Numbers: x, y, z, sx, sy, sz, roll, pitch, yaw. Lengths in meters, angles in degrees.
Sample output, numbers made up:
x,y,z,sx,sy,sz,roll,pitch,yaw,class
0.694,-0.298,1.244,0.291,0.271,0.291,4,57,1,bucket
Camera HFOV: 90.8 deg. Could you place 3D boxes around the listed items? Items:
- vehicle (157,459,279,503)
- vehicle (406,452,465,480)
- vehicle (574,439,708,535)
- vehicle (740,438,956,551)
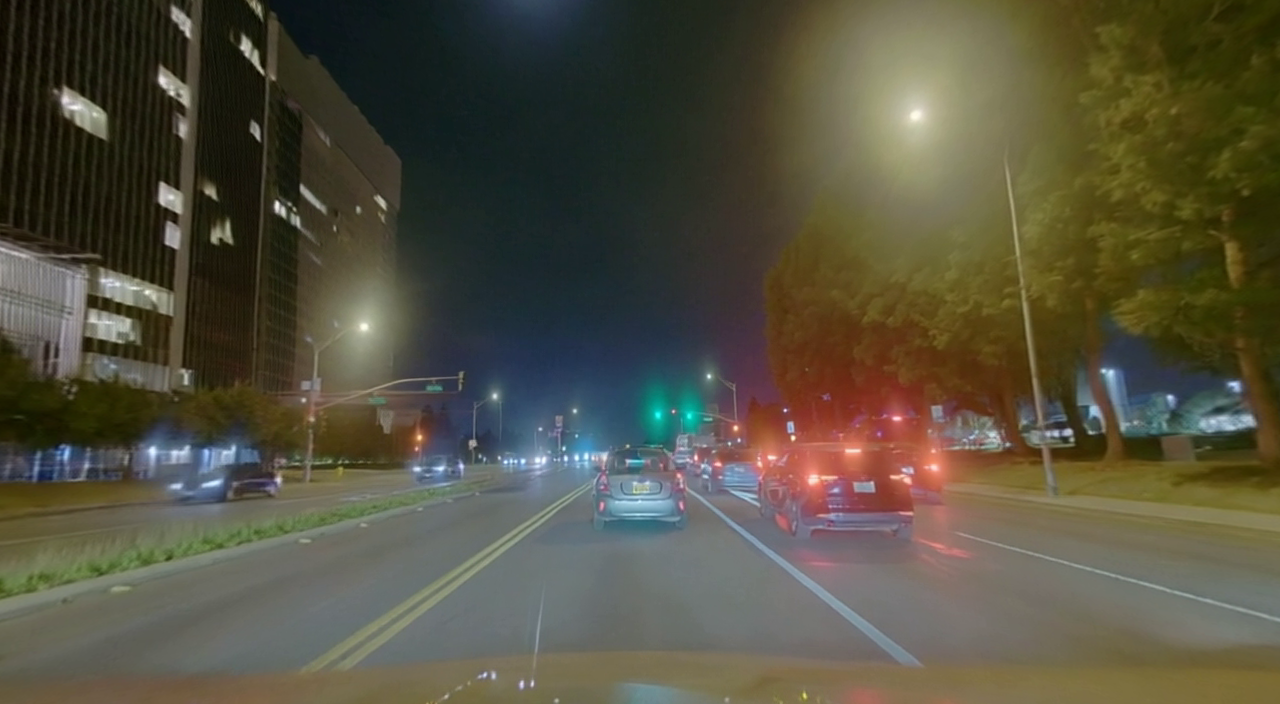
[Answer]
x,y,z,sx,sy,sz,roll,pitch,yaw,class
-16.429,5.008,24.914,1.864,1.489,4.346,0,-8,-1,vehicle
-12.454,6.966,38.779,2.020,1.533,4.620,0,-8,0,vehicle
-0.034,2.435,12.052,2.105,1.474,4.127,0,-8,-1,vehicle
3.134,2.232,10.712,1.995,1.483,4.533,0,-8,-2,vehicle
